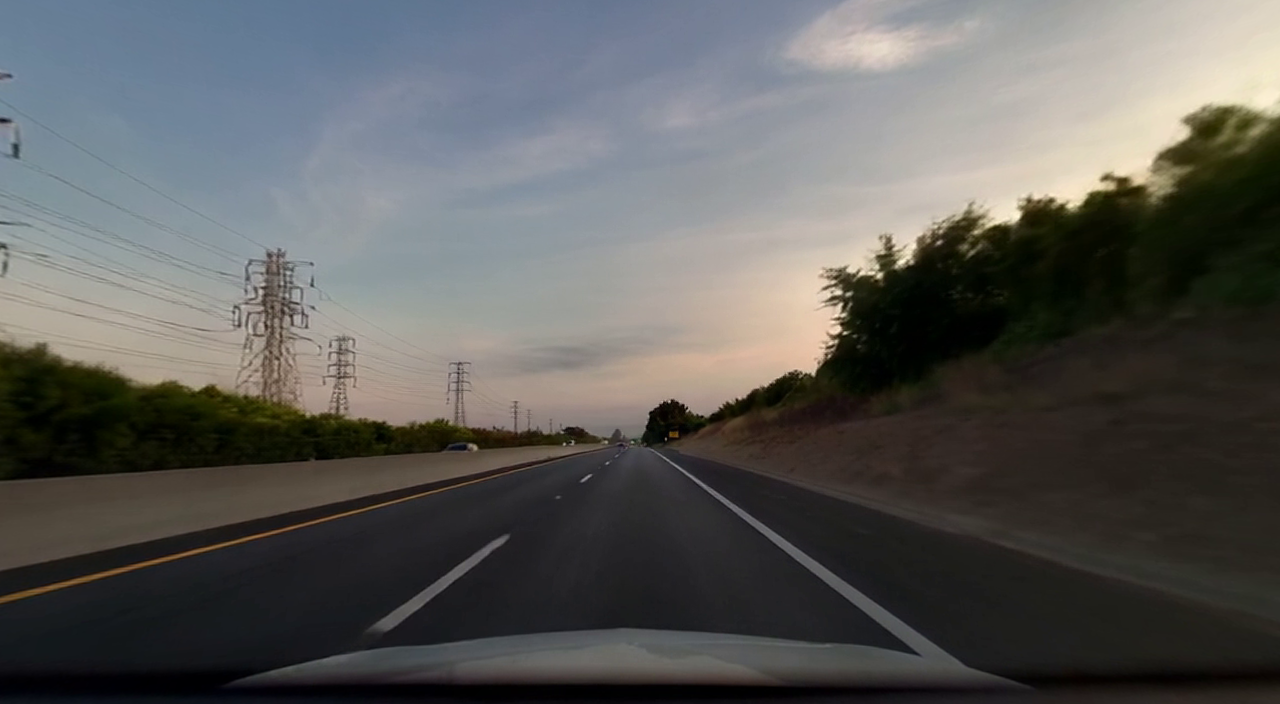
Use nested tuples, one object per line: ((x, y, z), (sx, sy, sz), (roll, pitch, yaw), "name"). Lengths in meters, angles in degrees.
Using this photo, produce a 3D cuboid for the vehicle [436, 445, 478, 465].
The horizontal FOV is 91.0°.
((-14.294, 8.042, 49.357), (1.953, 1.477, 4.501), (0, -8, 0), "vehicle")
